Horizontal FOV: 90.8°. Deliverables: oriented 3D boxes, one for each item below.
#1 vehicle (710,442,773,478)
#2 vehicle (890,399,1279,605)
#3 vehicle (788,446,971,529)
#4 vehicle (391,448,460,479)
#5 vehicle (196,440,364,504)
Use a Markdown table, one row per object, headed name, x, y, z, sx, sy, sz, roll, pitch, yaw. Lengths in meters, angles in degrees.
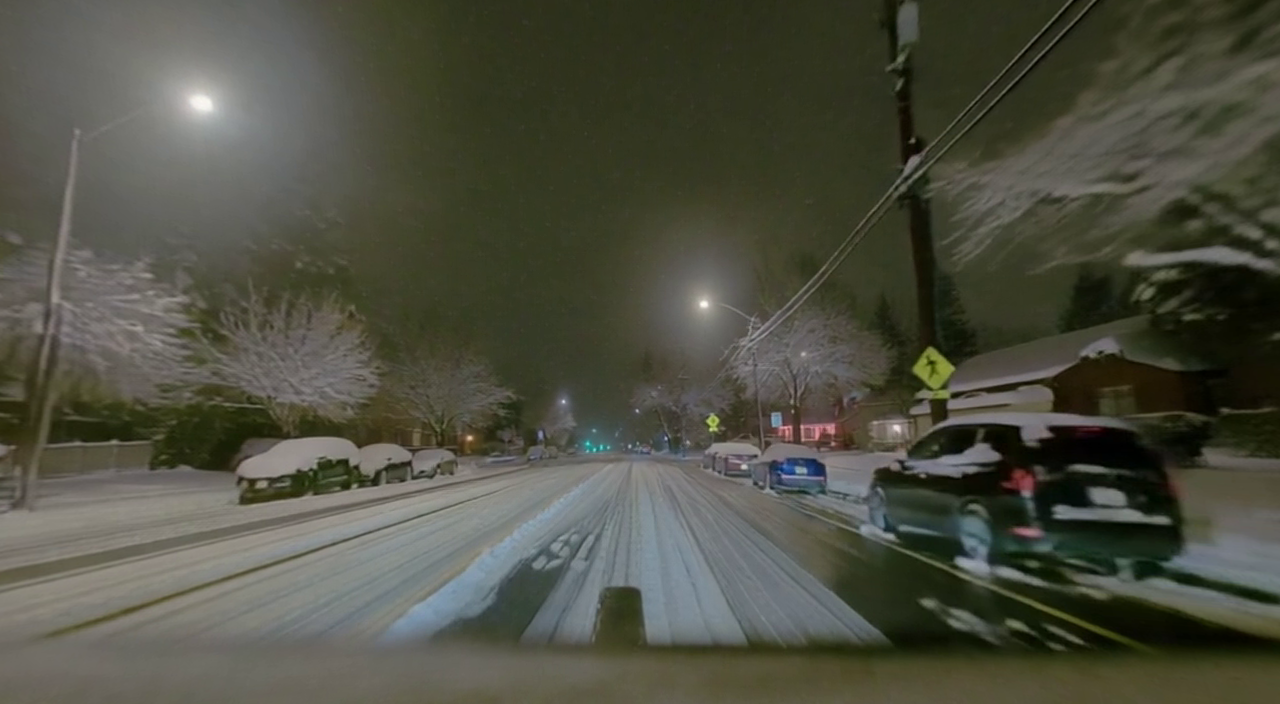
| name | x | y | z | sx | sy | sz | roll | pitch | yaw |
| --- | --- | --- | --- | --- | --- | --- | --- | --- | --- |
| vehicle | 4.507 | 4.857 | 28.761 | 2.196 | 1.472 | 4.426 | 0 | -8 | 0 |
| vehicle | 5.076 | 1.686 | 7.942 | 2.087 | 1.869 | 4.159 | 0 | -8 | -1 |
| vehicle | 4.615 | 2.642 | 12.976 | 2.049 | 1.385 | 4.209 | 0 | -8 | -1 |
| vehicle | -11.071 | 5.775 | 32.976 | 1.949 | 1.457 | 4.581 | 0 | -8 | 0 |
| vehicle | -11.392 | 3.789 | 20.566 | 2.459 | 1.804 | 4.877 | 0 | -8 | 2 |
